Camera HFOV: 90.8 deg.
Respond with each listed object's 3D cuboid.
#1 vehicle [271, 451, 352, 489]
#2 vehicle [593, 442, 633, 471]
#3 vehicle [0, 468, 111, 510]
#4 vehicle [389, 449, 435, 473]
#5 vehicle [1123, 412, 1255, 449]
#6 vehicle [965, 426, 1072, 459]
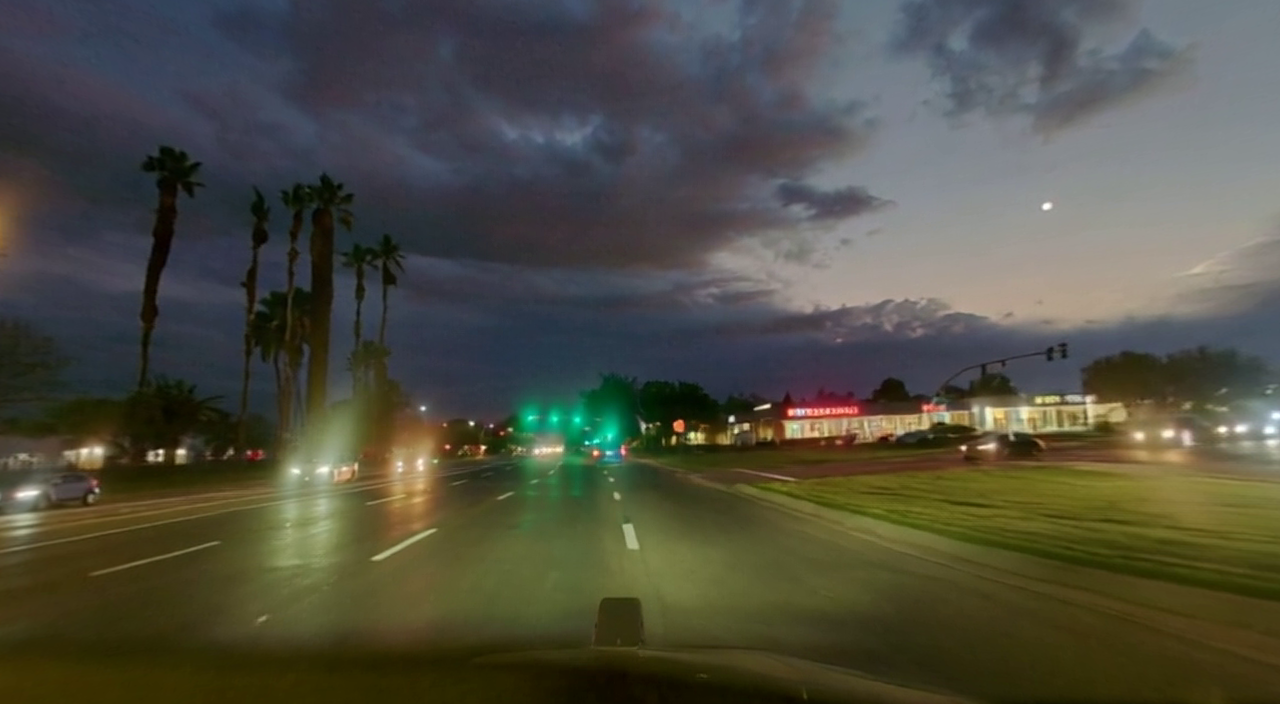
[{"bbox_3d":[-15.809,5.660,30.714,2.027,1.534,4.779,1,-8,-9],"label":"vehicle"},{"bbox_3d":[-1.640,5.952,36.321,1.969,1.555,4.431,1,-8,-7],"label":"vehicle"},{"bbox_3d":[-27.577,6.251,29.027,2.026,1.540,4.468,-3,-8,21],"label":"vehicle"},{"bbox_3d":[-15.944,7.630,44.369,2.033,1.494,4.048,1,-8,-5],"label":"vehicle"},{"bbox_3d":[27.382,3.972,31.790,1.919,1.716,4.946,0,-8,-4],"label":"vehicle"},{"bbox_3d":[18.592,4.464,31.350,2.046,1.481,4.936,0,-8,-4],"label":"vehicle"}]
